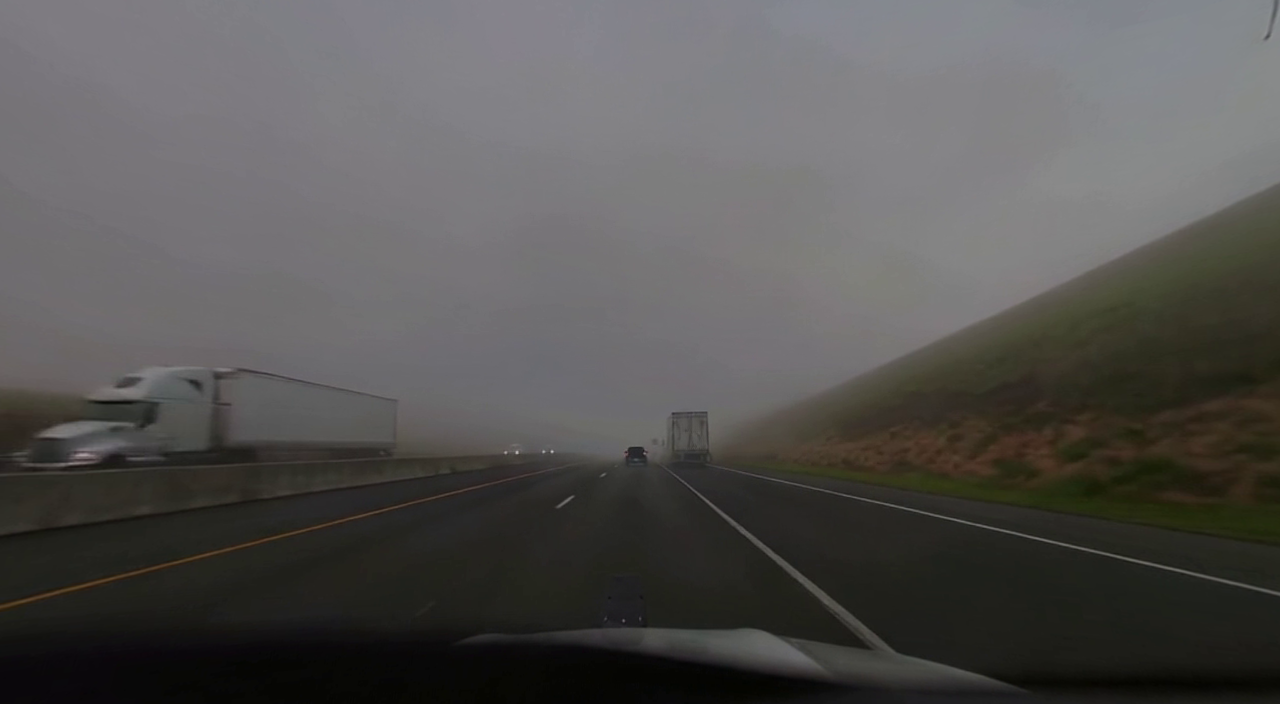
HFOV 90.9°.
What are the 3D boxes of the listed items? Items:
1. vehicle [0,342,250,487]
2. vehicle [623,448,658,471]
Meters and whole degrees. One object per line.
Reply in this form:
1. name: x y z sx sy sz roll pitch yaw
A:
1. vehicle: -15.787 2.081 19.799 3.185 3.867 5.948 0 -9 -2
2. vehicle: 0.038 7.140 42.091 2.209 1.453 3.695 0 -9 0
